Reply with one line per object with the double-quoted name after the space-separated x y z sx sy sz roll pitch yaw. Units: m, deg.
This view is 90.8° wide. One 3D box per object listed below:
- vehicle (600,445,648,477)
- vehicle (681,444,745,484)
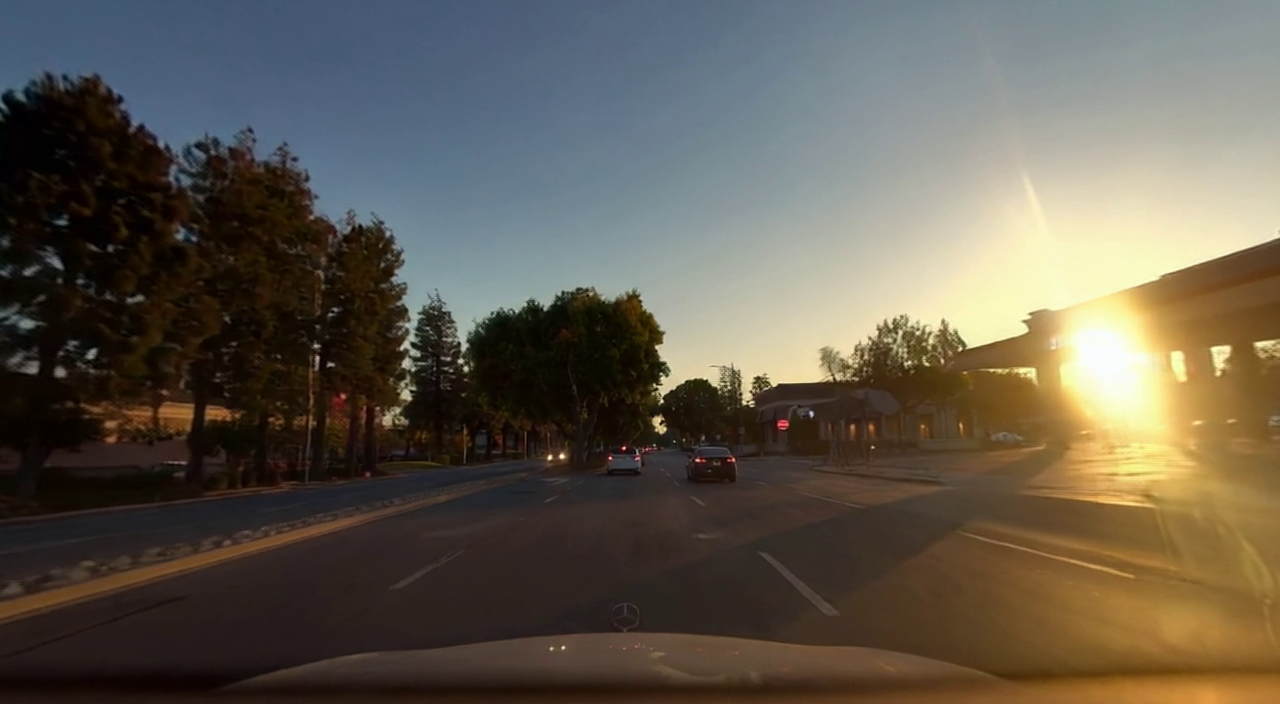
-0.726 5.415 31.552 2.242 1.474 4.127 0 -8 0 "vehicle"
2.952 4.620 26.473 2.057 1.491 4.675 0 -8 -1 "vehicle"
